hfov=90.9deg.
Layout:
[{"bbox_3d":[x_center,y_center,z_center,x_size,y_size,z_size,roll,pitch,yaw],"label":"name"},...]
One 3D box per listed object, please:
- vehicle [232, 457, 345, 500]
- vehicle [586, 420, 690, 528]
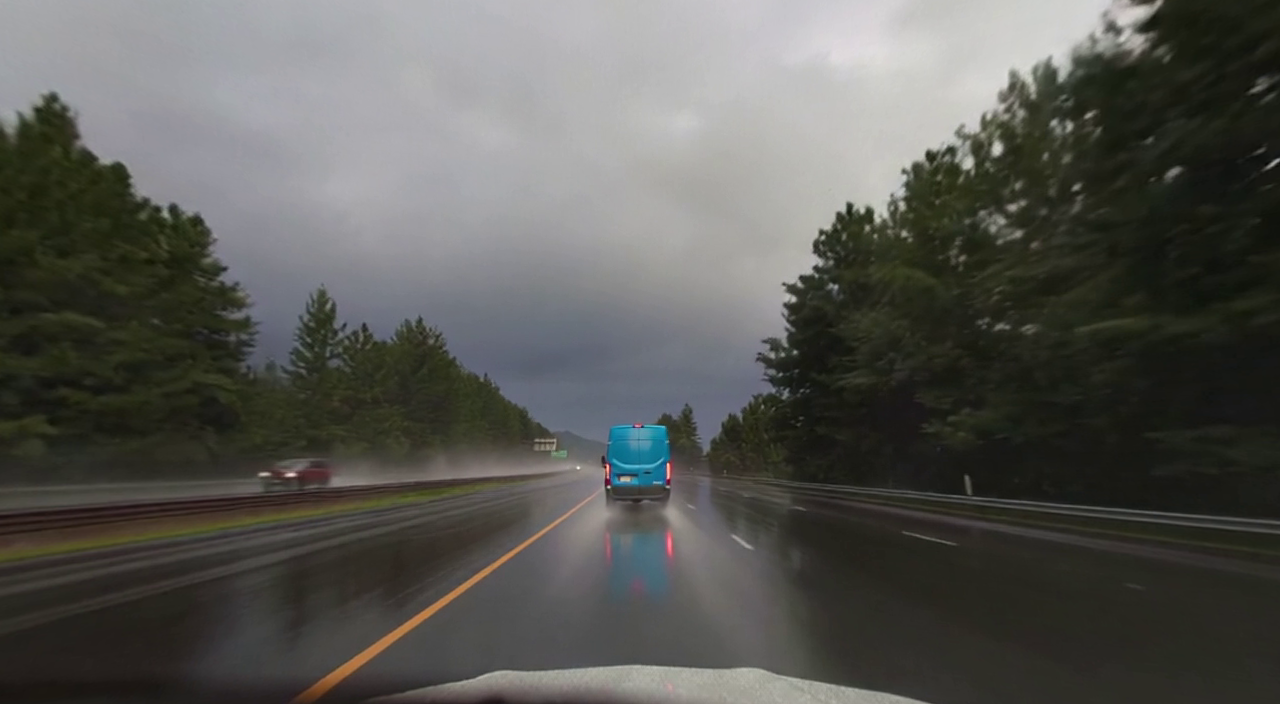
[{"bbox_3d":[-13.733,4.986,24.996,1.940,1.512,4.590,1,-11,-2],"label":"vehicle"},{"bbox_3d":[-0.151,3.369,17.647,2.375,2.432,6.161,1,-10,-2],"label":"vehicle"}]
